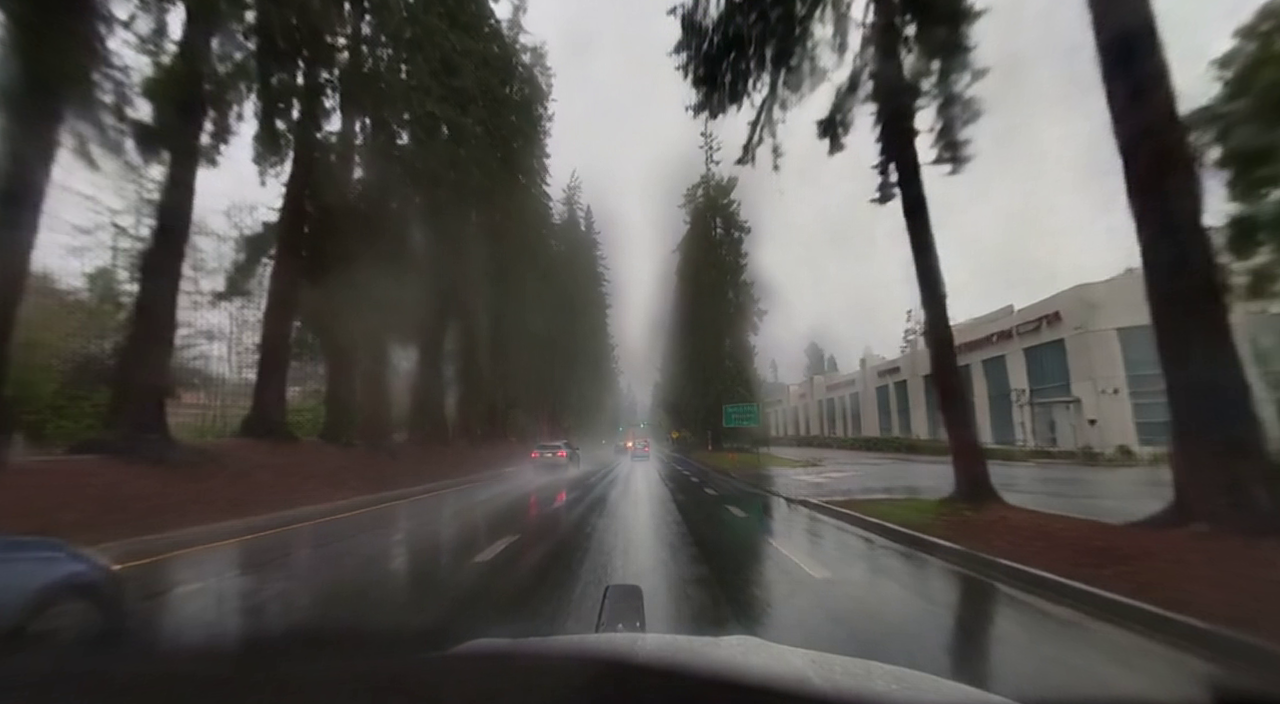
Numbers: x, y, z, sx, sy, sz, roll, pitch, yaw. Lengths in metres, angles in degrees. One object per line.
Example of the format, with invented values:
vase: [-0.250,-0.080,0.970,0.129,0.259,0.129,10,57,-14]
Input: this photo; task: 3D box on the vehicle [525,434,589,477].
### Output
vehicle: [-3.253,4.144,25.486,1.942,1.588,4.172,0,-8,1]

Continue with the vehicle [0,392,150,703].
vehicle: [-3.465,0.687,0.989,1.862,1.478,4.369,0,-8,0]
